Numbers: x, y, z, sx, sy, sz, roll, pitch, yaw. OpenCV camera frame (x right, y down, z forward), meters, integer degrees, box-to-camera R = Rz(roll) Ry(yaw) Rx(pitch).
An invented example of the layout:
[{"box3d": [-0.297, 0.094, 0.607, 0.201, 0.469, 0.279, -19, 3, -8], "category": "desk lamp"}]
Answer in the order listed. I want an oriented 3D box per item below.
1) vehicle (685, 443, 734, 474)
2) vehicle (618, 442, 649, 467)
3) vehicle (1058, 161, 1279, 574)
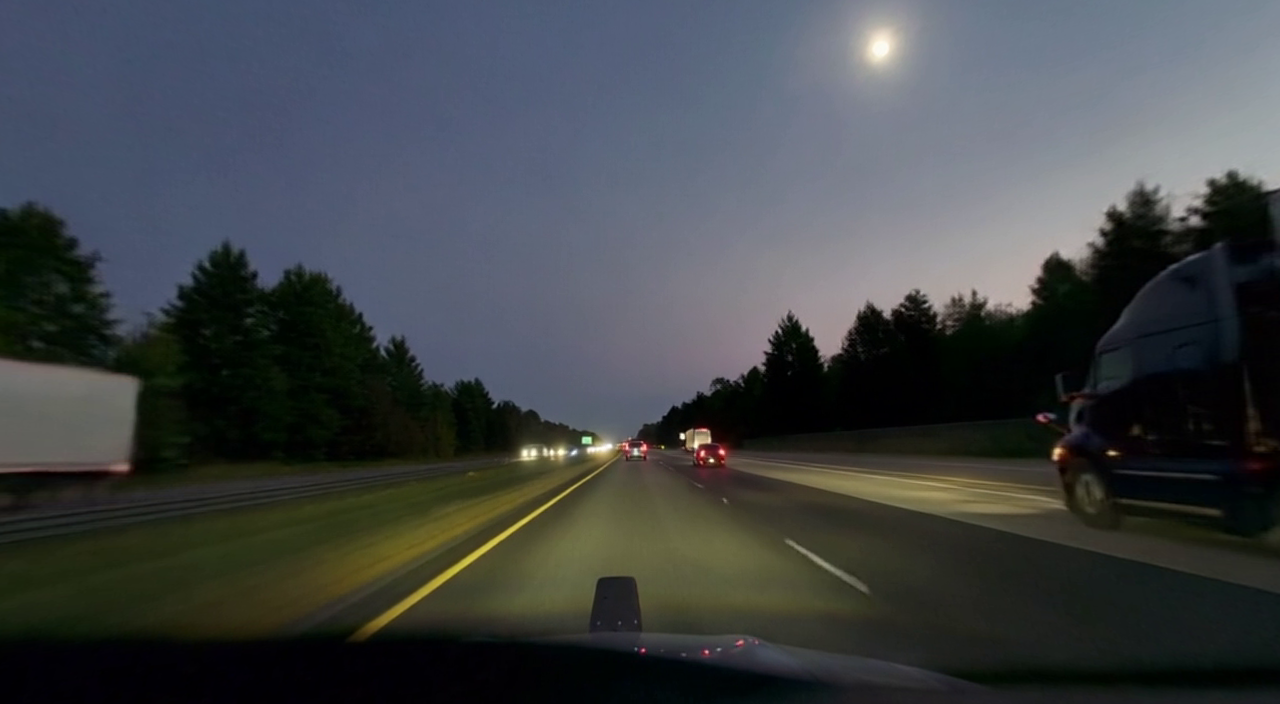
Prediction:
[{"box3d": [3.637, 5.676, 33.727, 2.025, 1.534, 4.179, 0, -9, -1], "category": "vehicle"}, {"box3d": [-0.447, 7.359, 45.150, 2.114, 1.706, 4.106, 0, -9, -1], "category": "vehicle"}, {"box3d": [7.714, 0.143, 6.086, 3.038, 3.946, 5.844, 0, -9, 0], "category": "vehicle"}]
